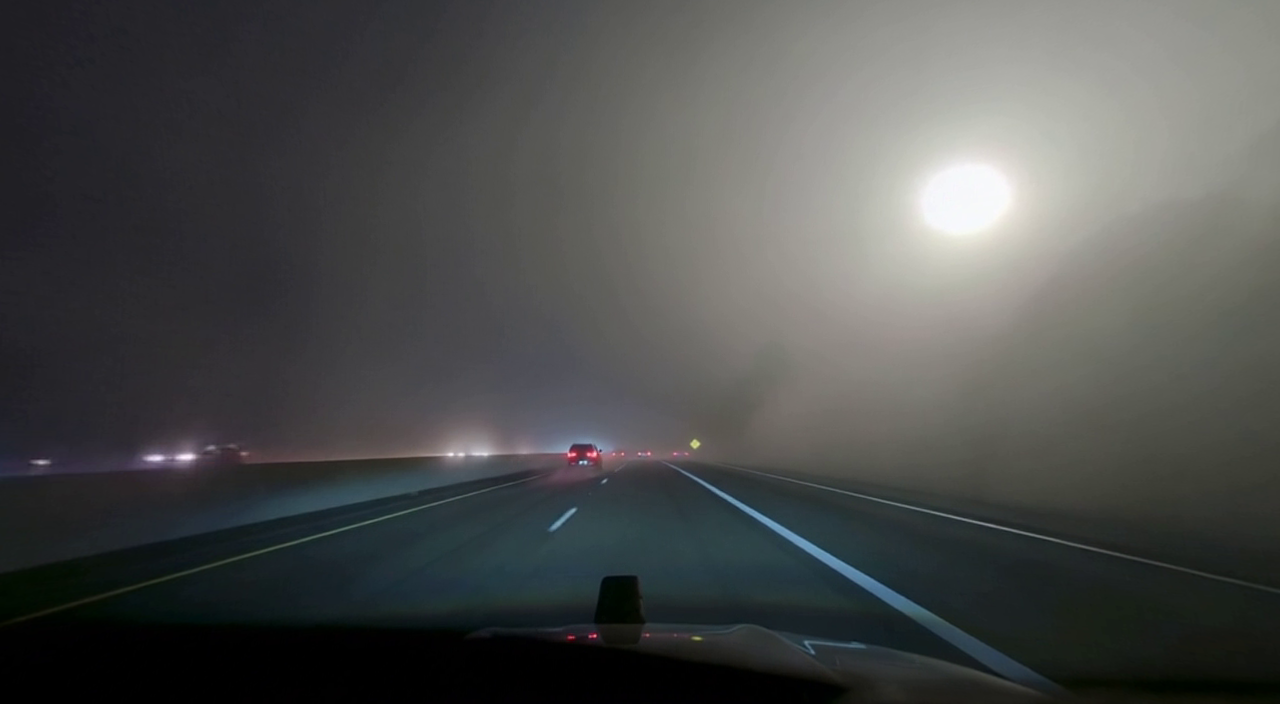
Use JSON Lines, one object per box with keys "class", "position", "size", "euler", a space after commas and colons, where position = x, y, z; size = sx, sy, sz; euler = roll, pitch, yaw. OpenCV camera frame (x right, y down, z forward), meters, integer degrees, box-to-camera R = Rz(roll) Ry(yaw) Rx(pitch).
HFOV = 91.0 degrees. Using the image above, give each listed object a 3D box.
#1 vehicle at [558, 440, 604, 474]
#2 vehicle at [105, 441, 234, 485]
{"class": "vehicle", "position": [-3.128, 5.681, 34.310], "size": [2.070, 1.707, 4.309], "euler": [0, -9, 1]}
{"class": "vehicle", "position": [-24.600, 5.800, 33.314], "size": [2.249, 2.109, 5.818], "euler": [0, -9, 0]}
